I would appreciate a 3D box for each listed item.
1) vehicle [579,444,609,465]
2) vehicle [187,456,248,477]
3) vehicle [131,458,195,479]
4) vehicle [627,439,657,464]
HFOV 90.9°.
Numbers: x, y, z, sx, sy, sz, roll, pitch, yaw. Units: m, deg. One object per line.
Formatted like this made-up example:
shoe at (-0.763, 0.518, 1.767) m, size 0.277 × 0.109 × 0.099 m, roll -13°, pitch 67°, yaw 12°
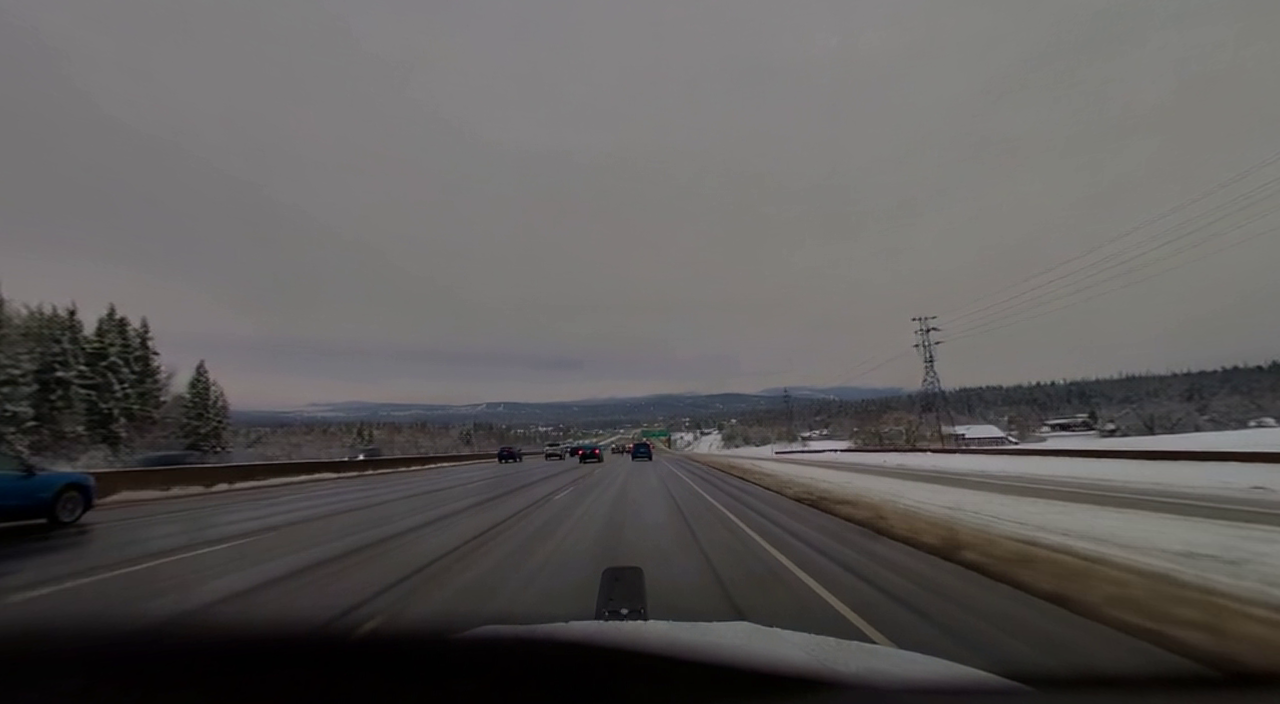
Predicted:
vehicle at (-3.480, 7.828, 48.444) m, size 1.967 × 1.517 × 4.808 m, roll 0°, pitch -9°, yaw 0°
vehicle at (-32.064, 8.696, 48.029) m, size 1.767 × 1.419 × 4.079 m, roll 0°, pitch -9°, yaw 0°
vehicle at (-35.809, 8.738, 47.435) m, size 1.772 × 1.445 × 3.772 m, roll 0°, pitch -9°, yaw 1°
vehicle at (0.124, 7.518, 47.712) m, size 2.194 × 1.737 × 4.127 m, roll 0°, pitch -9°, yaw -1°
